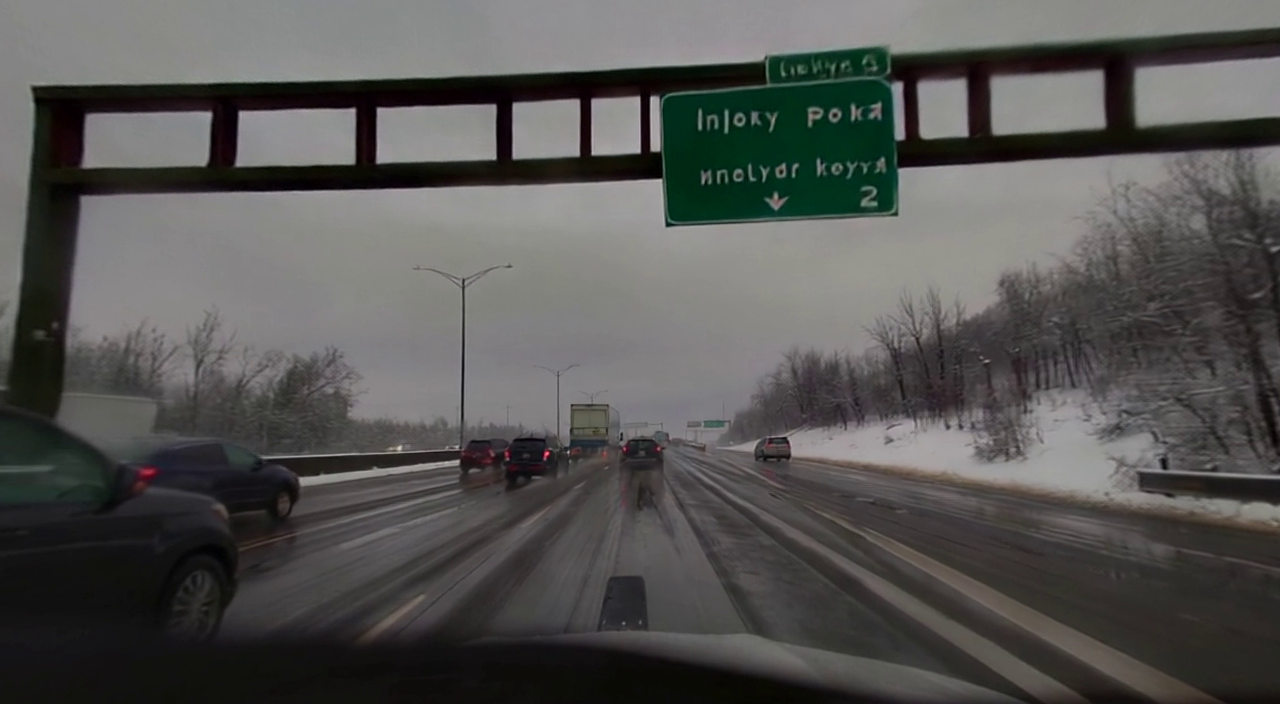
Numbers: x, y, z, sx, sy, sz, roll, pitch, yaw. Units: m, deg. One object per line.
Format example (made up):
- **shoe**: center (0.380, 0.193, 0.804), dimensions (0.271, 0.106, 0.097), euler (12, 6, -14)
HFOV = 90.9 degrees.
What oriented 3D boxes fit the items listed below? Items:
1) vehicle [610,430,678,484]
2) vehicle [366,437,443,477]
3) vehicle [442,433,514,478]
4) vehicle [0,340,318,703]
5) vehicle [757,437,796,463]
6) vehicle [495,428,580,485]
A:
- **vehicle**: center (0.144, 3.643, 22.123), dimensions (2.180, 1.716, 3.920), euler (0, -8, 1)
- **vehicle**: center (-10.859, 4.852, 29.405), dimensions (1.894, 1.669, 4.251), euler (0, -8, 0)
- **vehicle**: center (-6.978, 4.498, 27.647), dimensions (1.998, 1.770, 4.222), euler (0, -8, 0)
- **vehicle**: center (-3.455, 0.828, 2.346), dimensions (2.209, 1.711, 4.296), euler (0, -8, 0)
- **vehicle**: center (9.769, 7.014, 45.345), dimensions (2.026, 1.718, 4.522), euler (-1, -8, 4)
- **vehicle**: center (-3.515, 3.686, 22.503), dimensions (2.125, 1.792, 4.466), euler (0, -8, 2)
